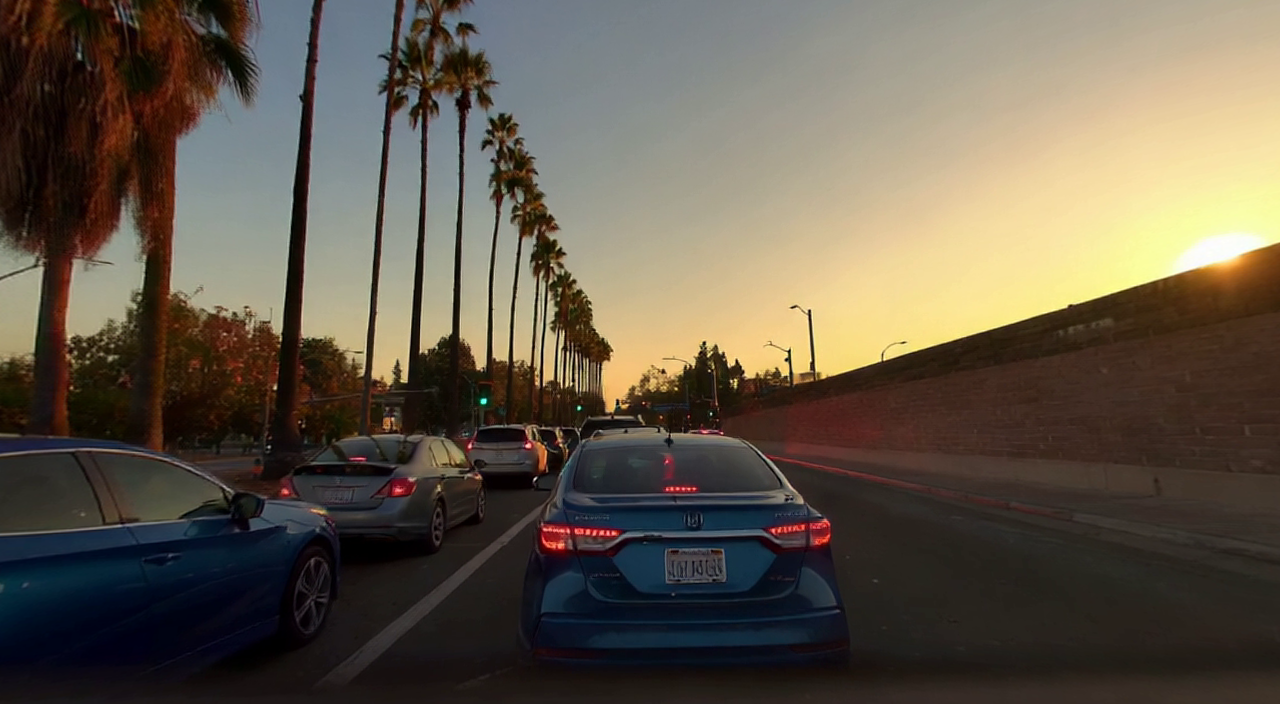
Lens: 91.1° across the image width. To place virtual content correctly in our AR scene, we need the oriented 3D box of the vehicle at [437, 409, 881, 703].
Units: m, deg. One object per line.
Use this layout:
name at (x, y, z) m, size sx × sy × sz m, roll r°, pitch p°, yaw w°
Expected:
vehicle at (0.043, 1.335, 5.219) m, size 2.128 × 1.473 × 4.272 m, roll 0°, pitch -8°, yaw -1°

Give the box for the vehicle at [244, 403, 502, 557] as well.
vehicle at (-3.513, 1.772, 9.306) m, size 2.055 × 1.746 × 4.136 m, roll 0°, pitch -8°, yaw -1°

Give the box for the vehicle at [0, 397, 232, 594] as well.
vehicle at (-6.671, 1.398, 6.411) m, size 1.963 × 1.721 × 4.662 m, roll 0°, pitch -8°, yaw -2°
